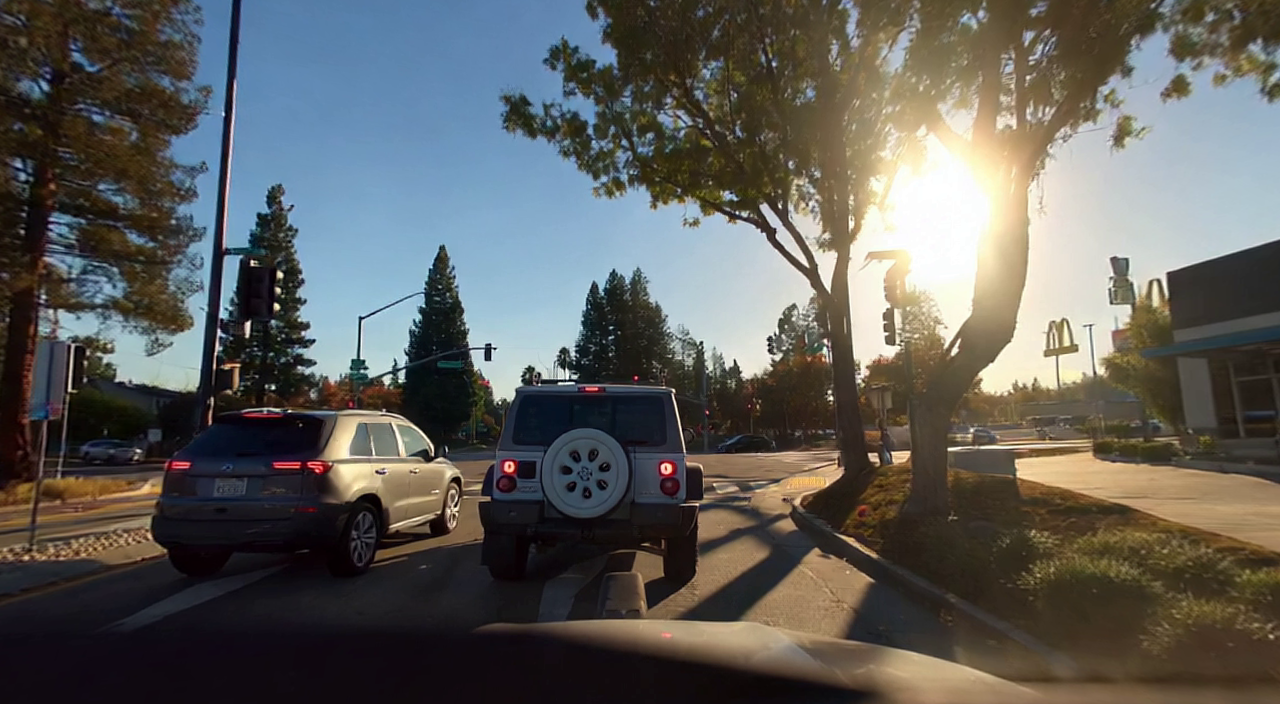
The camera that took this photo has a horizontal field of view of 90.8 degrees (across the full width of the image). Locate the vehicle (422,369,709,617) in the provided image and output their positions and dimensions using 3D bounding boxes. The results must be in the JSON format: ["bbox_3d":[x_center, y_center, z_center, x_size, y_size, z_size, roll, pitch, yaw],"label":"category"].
[{"bbox_3d":[-0.622,1.438,7.330,2.224,1.923,4.643,0,-8,-1],"label":"vehicle"}]

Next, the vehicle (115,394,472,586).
[{"bbox_3d":[-3.904,1.643,8.327,2.130,1.819,4.497,0,-8,0],"label":"vehicle"}]
